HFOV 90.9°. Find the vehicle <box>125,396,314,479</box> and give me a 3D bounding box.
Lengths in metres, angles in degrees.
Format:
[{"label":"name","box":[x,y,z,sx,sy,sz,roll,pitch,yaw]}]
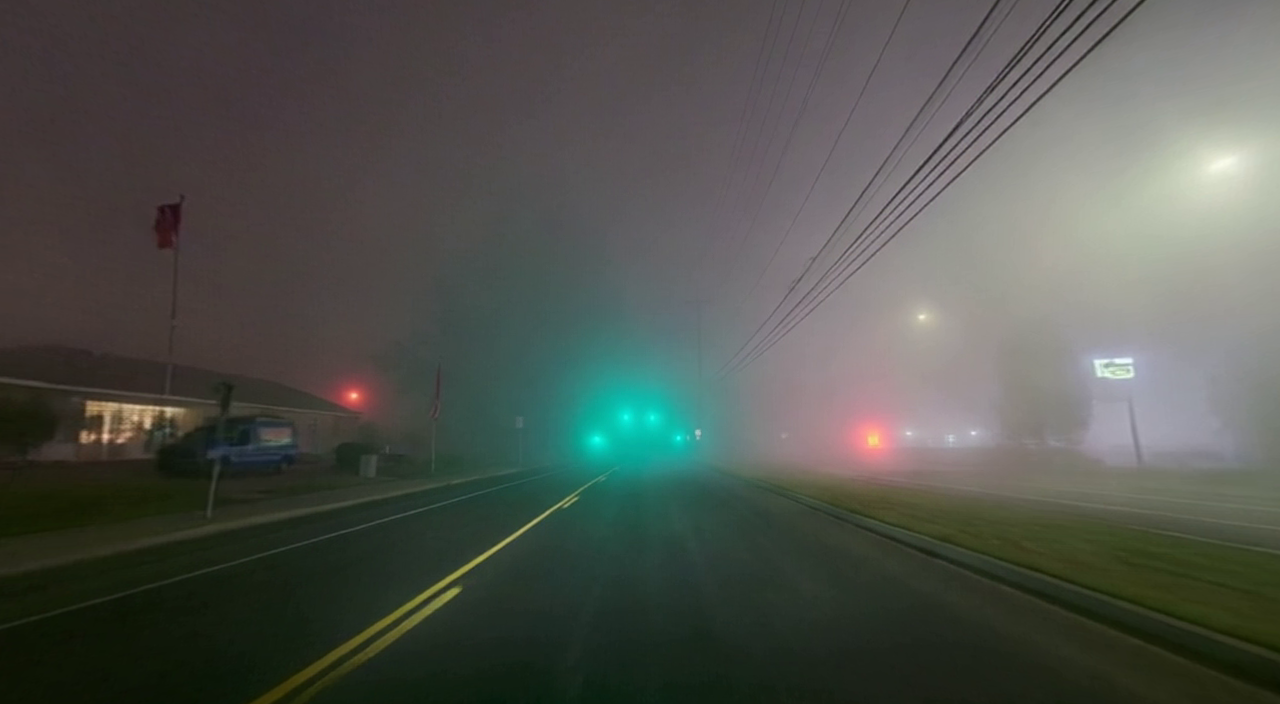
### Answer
[{"label":"vehicle","box":[-13.053,2.762,20.236,2.476,2.256,5.686,1,-8,-5]}]
